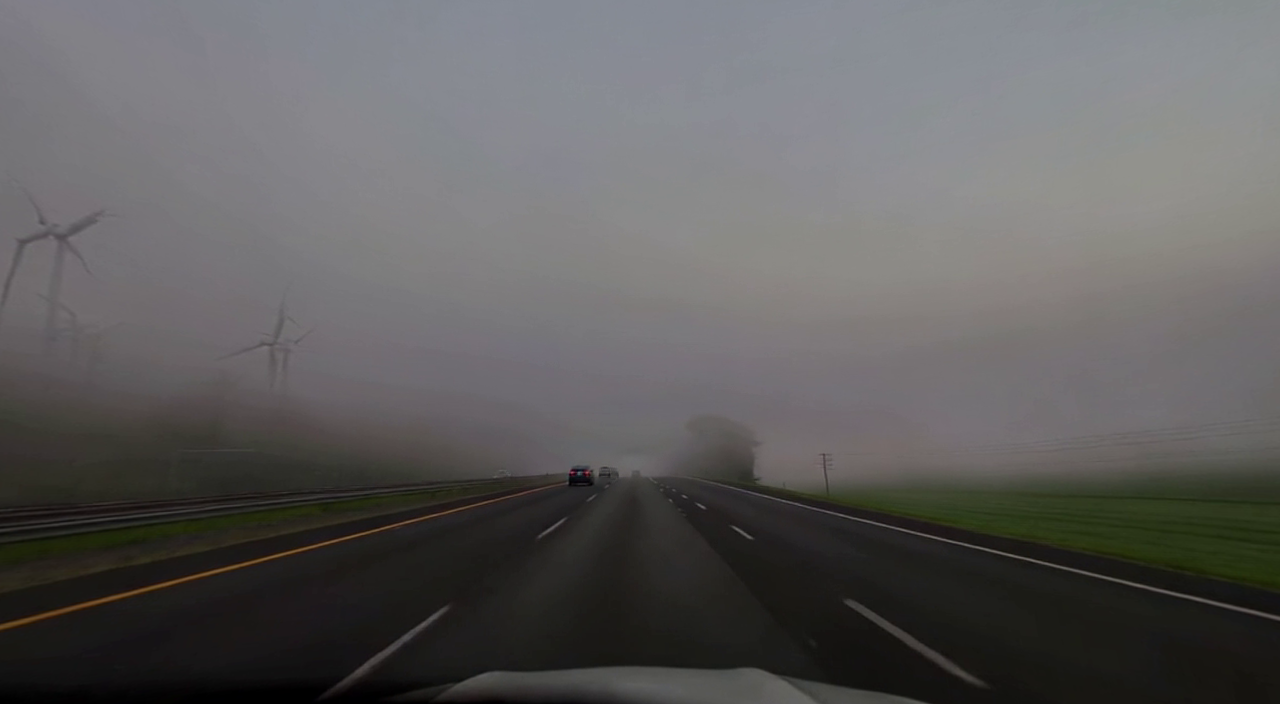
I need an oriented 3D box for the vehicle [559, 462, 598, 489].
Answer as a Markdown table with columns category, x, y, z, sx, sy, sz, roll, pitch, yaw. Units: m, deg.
| category | x | y | z | sx | sy | sz | roll | pitch | yaw |
| --- | --- | --- | --- | --- | --- | --- | --- | --- | --- |
| vehicle | -3.750 | 7.659 | 39.069 | 2.001 | 1.486 | 4.104 | 1 | -10 | -1 |
